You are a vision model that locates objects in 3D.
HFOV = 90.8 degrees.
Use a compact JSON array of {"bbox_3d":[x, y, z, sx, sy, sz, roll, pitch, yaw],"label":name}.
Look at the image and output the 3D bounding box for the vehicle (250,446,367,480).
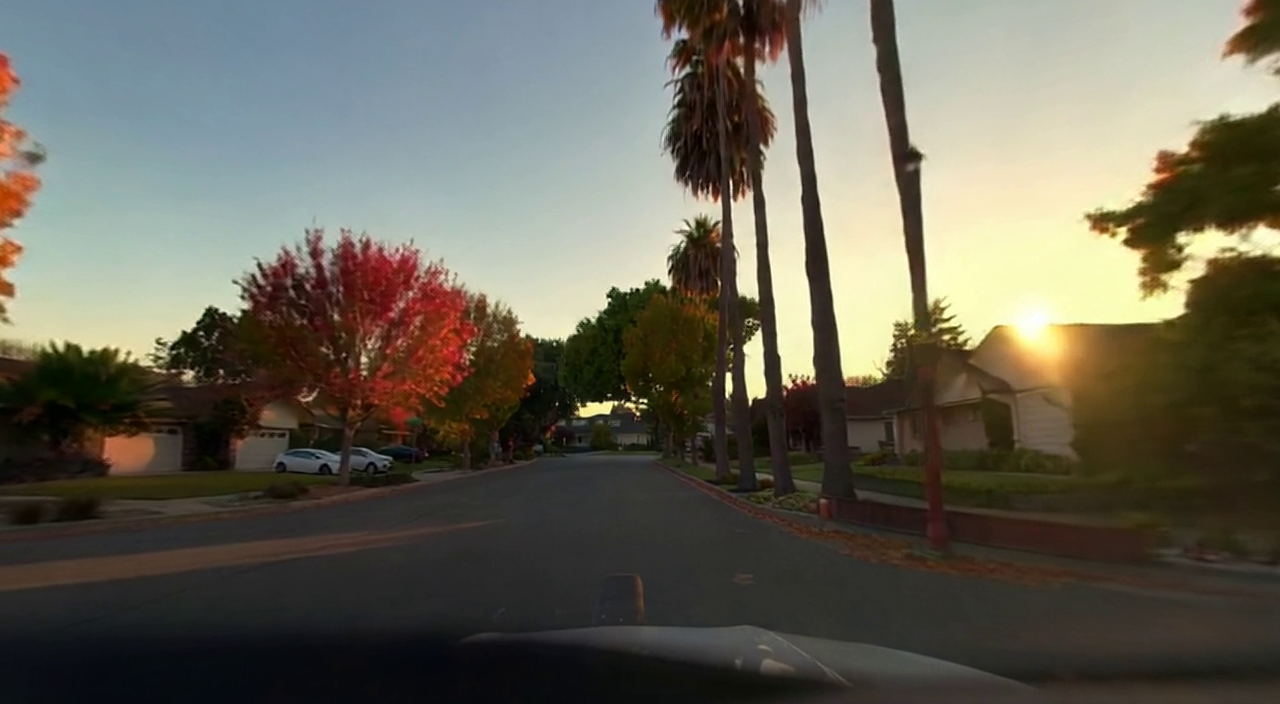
[{"bbox_3d":[-15.603,5.246,29.958,4.358,1.516,2.077,1,-9,-3],"label":"vehicle"}]
